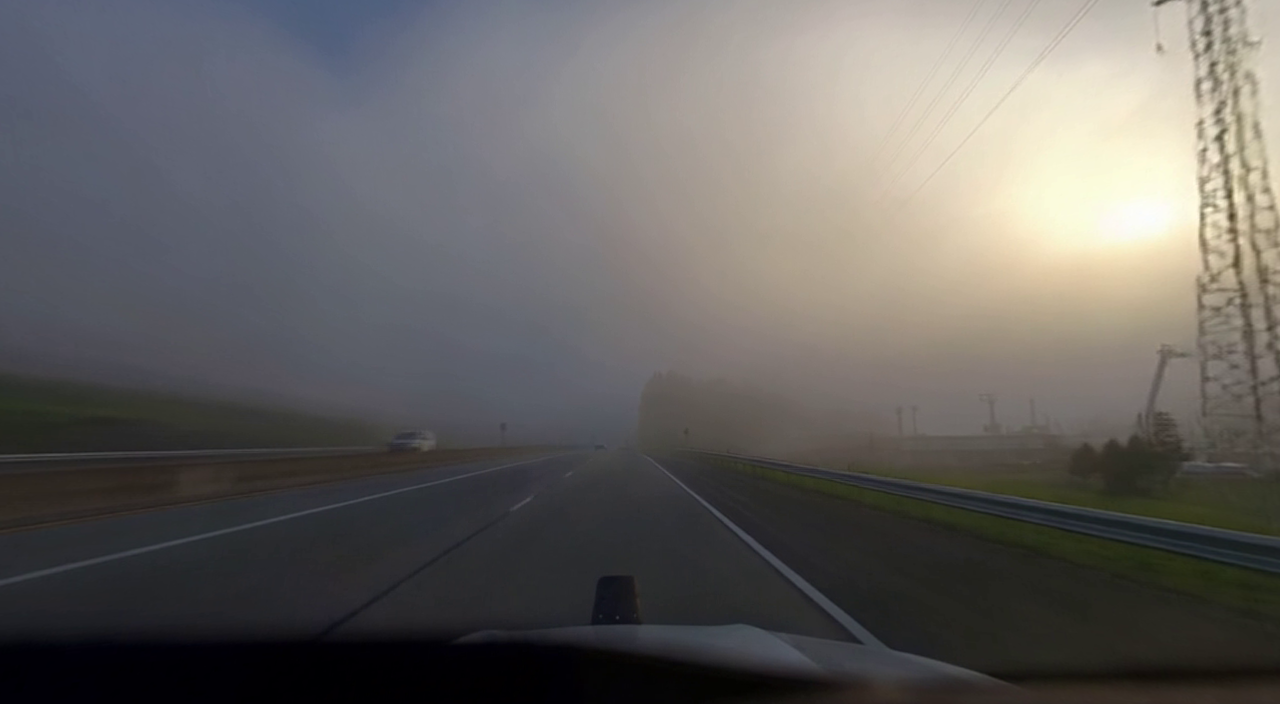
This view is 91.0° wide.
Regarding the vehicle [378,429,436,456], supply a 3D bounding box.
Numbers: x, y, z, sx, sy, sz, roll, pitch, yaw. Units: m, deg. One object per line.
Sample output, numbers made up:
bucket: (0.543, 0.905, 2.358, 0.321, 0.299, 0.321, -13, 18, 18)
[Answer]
vehicle: (-15.187, 5.940, 41.303, 1.981, 1.682, 4.634, 0, -8, 0)
